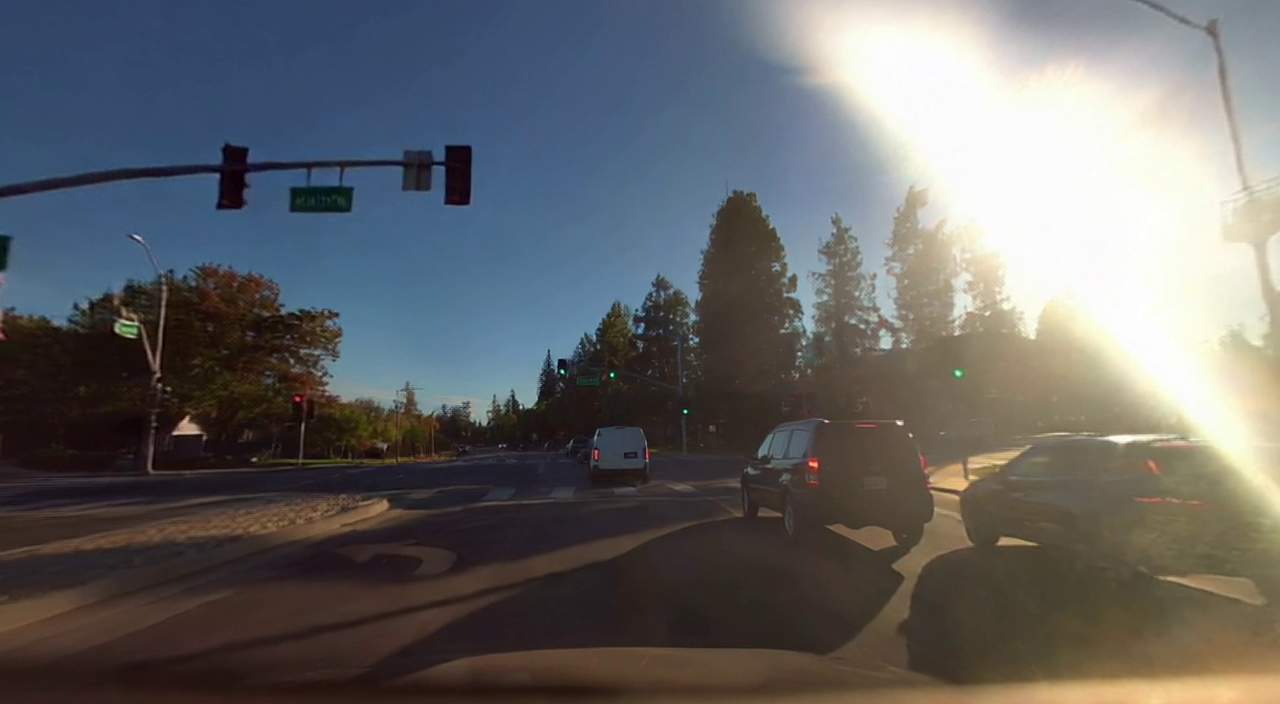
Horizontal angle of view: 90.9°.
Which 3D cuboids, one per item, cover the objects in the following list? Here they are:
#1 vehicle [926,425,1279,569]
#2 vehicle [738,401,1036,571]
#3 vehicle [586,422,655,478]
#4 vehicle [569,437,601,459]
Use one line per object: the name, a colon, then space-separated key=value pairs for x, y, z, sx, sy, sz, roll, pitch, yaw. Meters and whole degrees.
vehicle: x=6.393 y=1.873 z=9.085 sx=2.124 sy=1.474 sz=4.880 roll=0 pitch=-8 yaw=-2
vehicle: x=2.845 y=1.670 z=8.662 sx=2.024 sy=1.686 sz=4.588 roll=0 pitch=-8 yaw=-3
vehicle: x=-0.837 y=3.579 z=23.242 sx=2.185 sy=1.822 sz=4.583 roll=1 pitch=-8 yaw=-6
vehicle: x=-3.977 y=6.874 z=45.168 sx=1.887 sy=1.458 sz=4.275 roll=1 pitch=-8 yaw=-10
